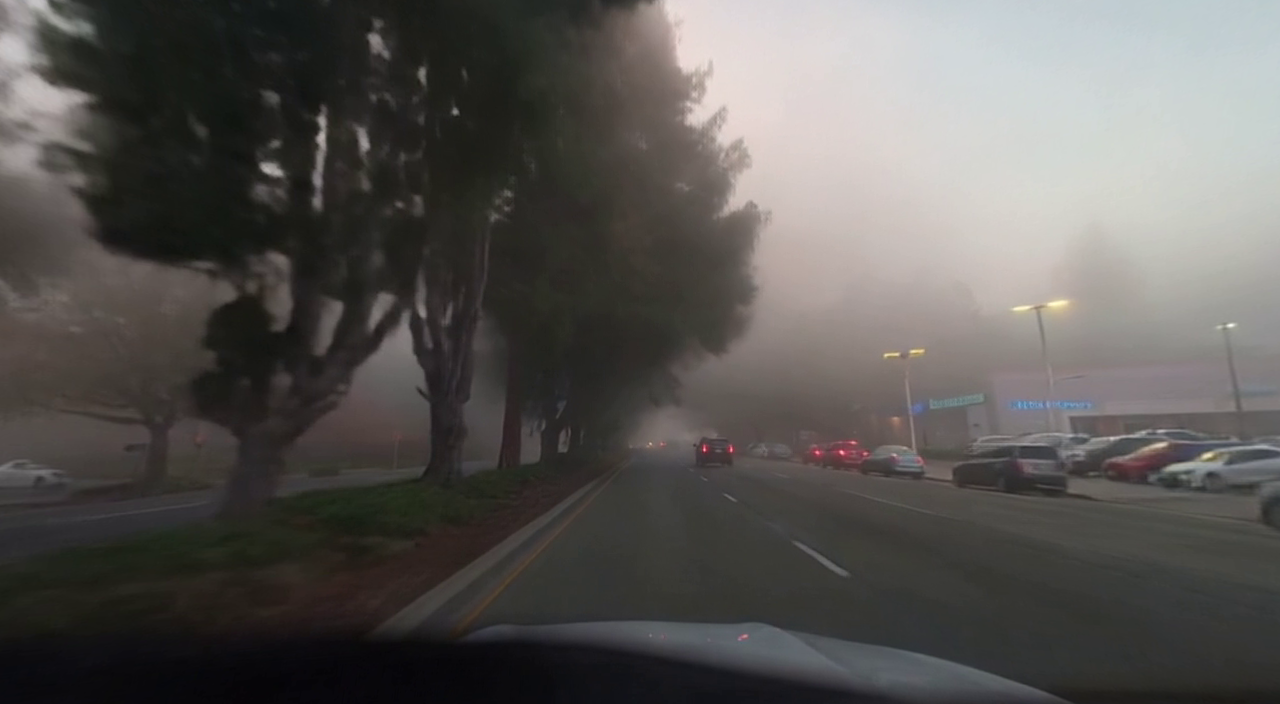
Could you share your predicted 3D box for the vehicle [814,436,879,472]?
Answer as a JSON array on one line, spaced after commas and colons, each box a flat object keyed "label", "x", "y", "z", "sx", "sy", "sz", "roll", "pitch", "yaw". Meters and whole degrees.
[{"label": "vehicle", "x": 11.053, "y": 5.487, "z": 34.085, "sx": 1.959, "sy": 1.751, "sz": 4.961, "roll": 0, "pitch": -9, "yaw": 2}]

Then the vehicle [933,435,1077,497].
[{"label": "vehicle", "x": 10.794, "y": 3.378, "z": 19.094, "sx": 1.958, "sy": 1.654, "sz": 4.258, "roll": 0, "pitch": -9, "yaw": 3}]

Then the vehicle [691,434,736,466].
[{"label": "vehicle", "x": 4.489, "y": 6.053, "z": 39.155, "sx": 2.183, "sy": 1.845, "sz": 4.482, "roll": 0, "pitch": -9, "yaw": 0}]

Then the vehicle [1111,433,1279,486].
[{"label": "vehicle", "x": 18.329, "y": 3.434, "z": 20.396, "sx": 4.562, "sy": 1.485, "sz": 1.889, "roll": -2, "pitch": -7, "yaw": 1}]

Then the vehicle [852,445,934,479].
[{"label": "vehicle", "x": 10.946, "y": 4.783, "z": 27.630, "sx": 1.824, "sy": 1.364, "sz": 4.238, "roll": 0, "pitch": -9, "yaw": 0}]
